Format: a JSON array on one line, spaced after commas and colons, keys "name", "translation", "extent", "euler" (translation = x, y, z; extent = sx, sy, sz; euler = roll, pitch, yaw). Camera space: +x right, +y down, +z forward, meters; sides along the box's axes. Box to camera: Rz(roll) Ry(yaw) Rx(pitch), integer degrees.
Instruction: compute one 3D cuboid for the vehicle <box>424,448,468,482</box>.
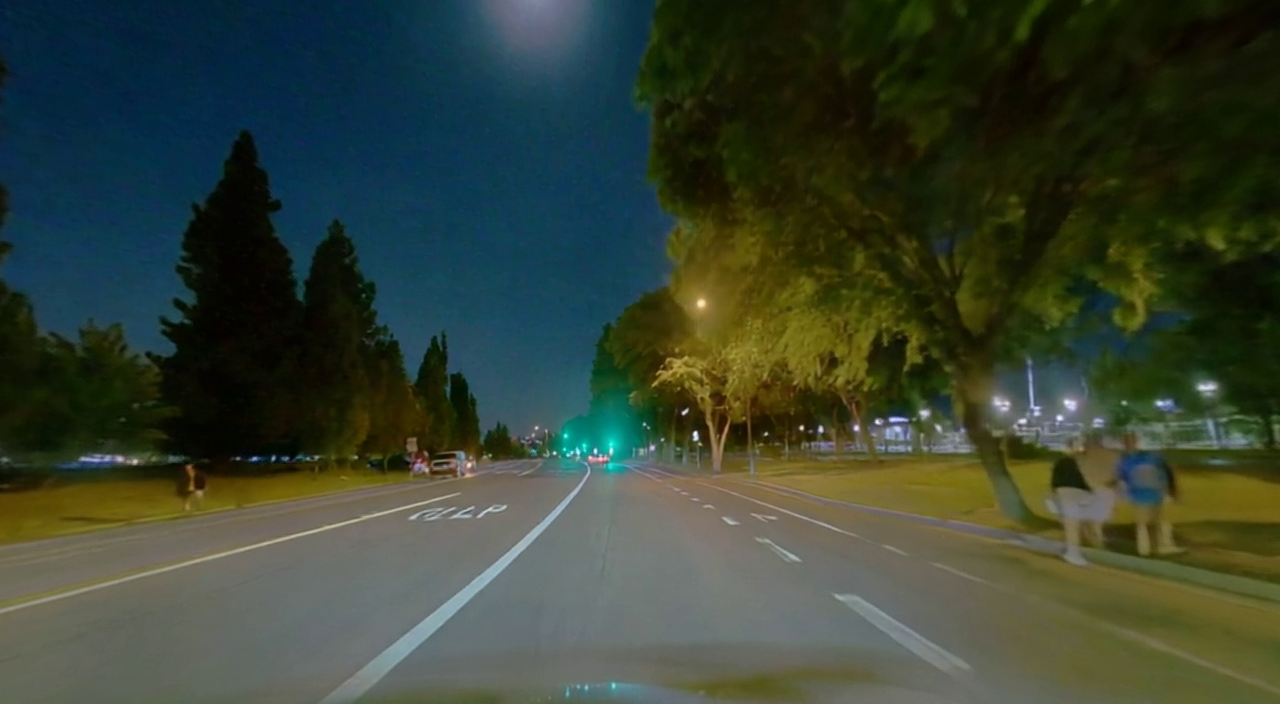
[{"name": "vehicle", "translation": [-14.809, 8.595, 48.483], "extent": [2.314, 2.144, 5.403], "euler": [-3, -7, -7]}]
